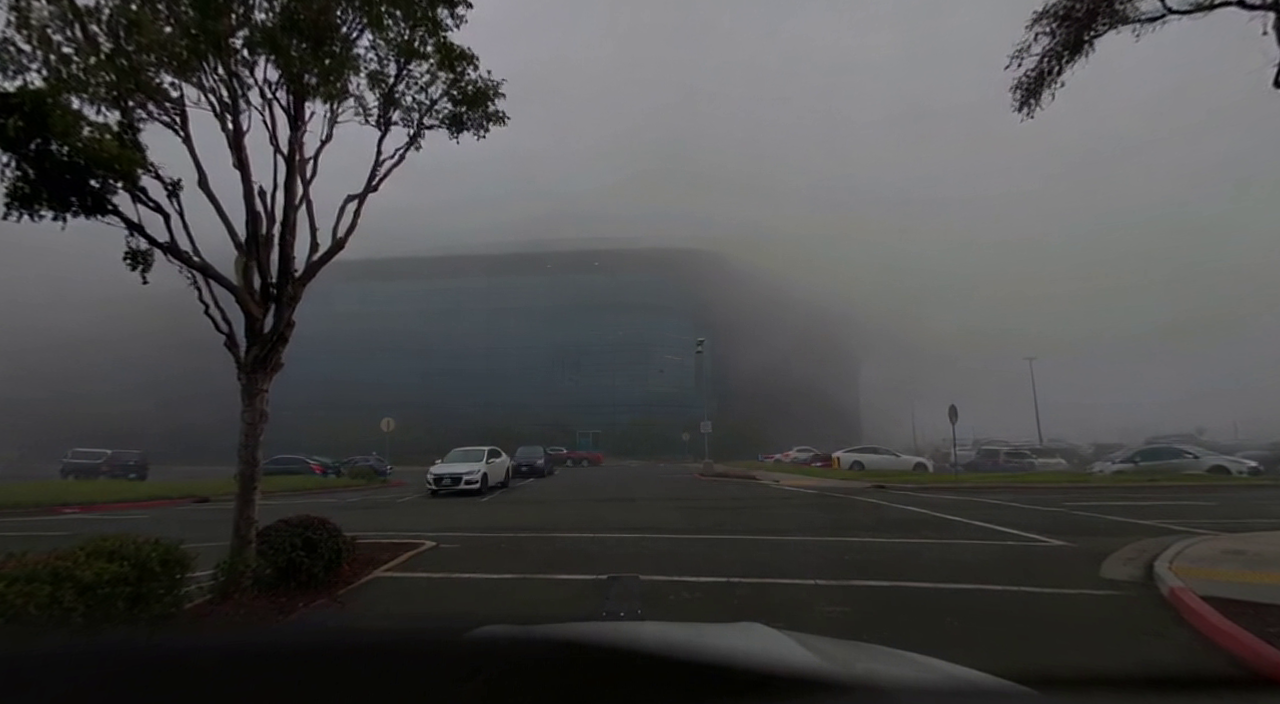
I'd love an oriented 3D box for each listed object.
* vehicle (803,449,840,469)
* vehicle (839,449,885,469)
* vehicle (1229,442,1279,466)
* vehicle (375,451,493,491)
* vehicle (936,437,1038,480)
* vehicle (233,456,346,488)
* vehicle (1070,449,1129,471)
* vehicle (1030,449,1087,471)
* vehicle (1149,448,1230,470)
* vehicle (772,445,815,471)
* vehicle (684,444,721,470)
[{"bbox_3d":[14.168,8.341,49.512,1.935,1.477,3.719,0,-9,3],"label":"vehicle"},{"bbox_3d":[17.094,8.251,48.870,1.971,1.478,4.477,0,-8,1],"label":"vehicle"},{"bbox_3d":[43.053,6.919,42.947,1.758,1.572,4.421,0,-8,1],"label":"vehicle"},{"bbox_3d":[-8.698,4.978,26.770,4.442,1.504,1.809,5,-10,-28],"label":"vehicle"},{"bbox_3d":[16.471,5.063,30.355,2.048,1.852,4.998,0,-9,0],"label":"vehicle"},{"bbox_3d":[-16.694,5.702,30.224,4.331,1.437,1.876,0,-8,3],"label":"vehicle"},{"bbox_3d":[31.334,7.372,43.201,1.519,1.371,3.278,0,-8,0],"label":"vehicle"},{"bbox_3d":[28.350,7.321,42.901,1.495,1.371,3.336,-1,-9,0],"label":"vehicle"},{"bbox_3d":[37.014,7.213,42.714,1.678,1.423,4.191,0,-9,0],"label":"vehicle"},{"bbox_3d":[10.532,7.269,43.550,1.936,1.673,4.305,0,-8,1],"label":"vehicle"},{"bbox_3d":[4.597,7.784,47.120,2.262,1.794,5.331,0,-8,1],"label":"vehicle"}]
